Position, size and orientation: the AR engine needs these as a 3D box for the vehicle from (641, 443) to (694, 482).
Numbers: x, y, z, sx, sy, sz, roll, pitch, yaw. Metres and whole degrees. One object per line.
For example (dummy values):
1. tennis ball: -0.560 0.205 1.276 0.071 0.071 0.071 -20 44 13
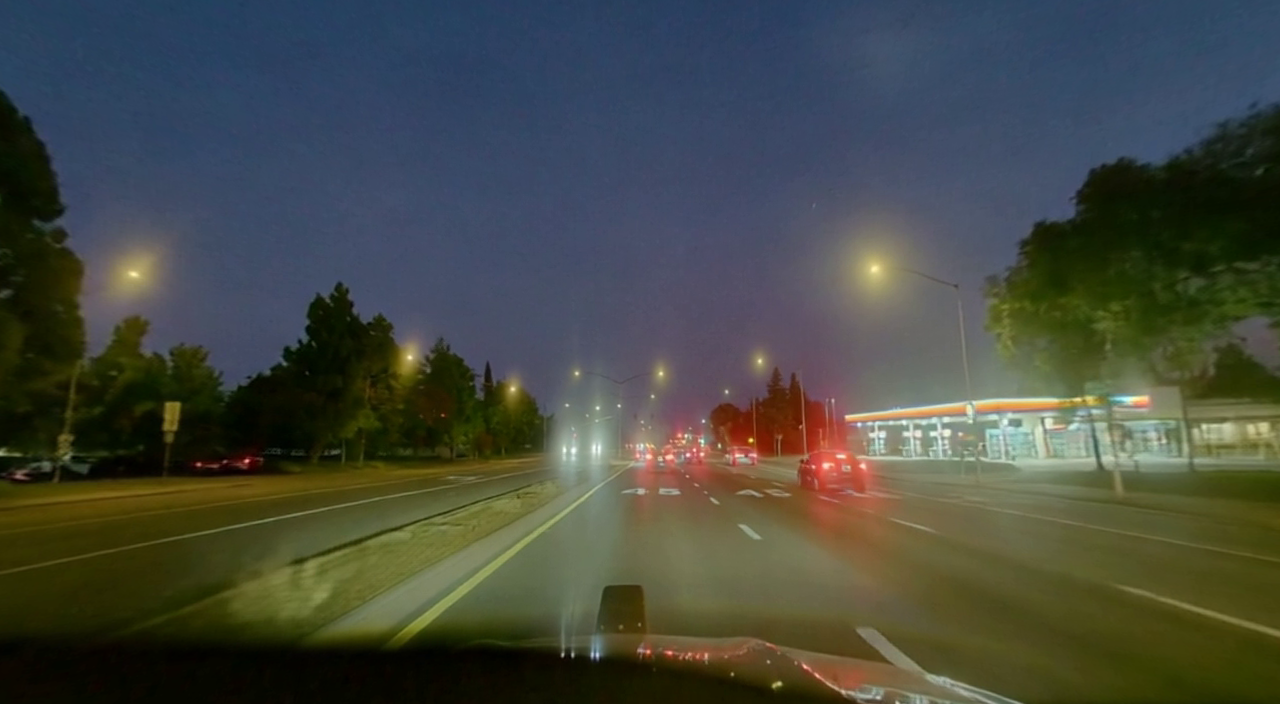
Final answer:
1. vehicle: 1.063 4.585 26.338 1.971 1.479 4.493 0 -8 0

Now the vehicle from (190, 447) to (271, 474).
1. vehicle: -28.858 7.622 44.473 2.011 1.762 5.267 0 -8 3

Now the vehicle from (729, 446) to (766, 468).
1. vehicle: 7.750 7.540 45.490 1.930 1.479 4.477 0 -8 0

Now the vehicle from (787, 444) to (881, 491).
1. vehicle: 6.722 4.023 22.311 1.918 1.484 4.456 0 -8 0
